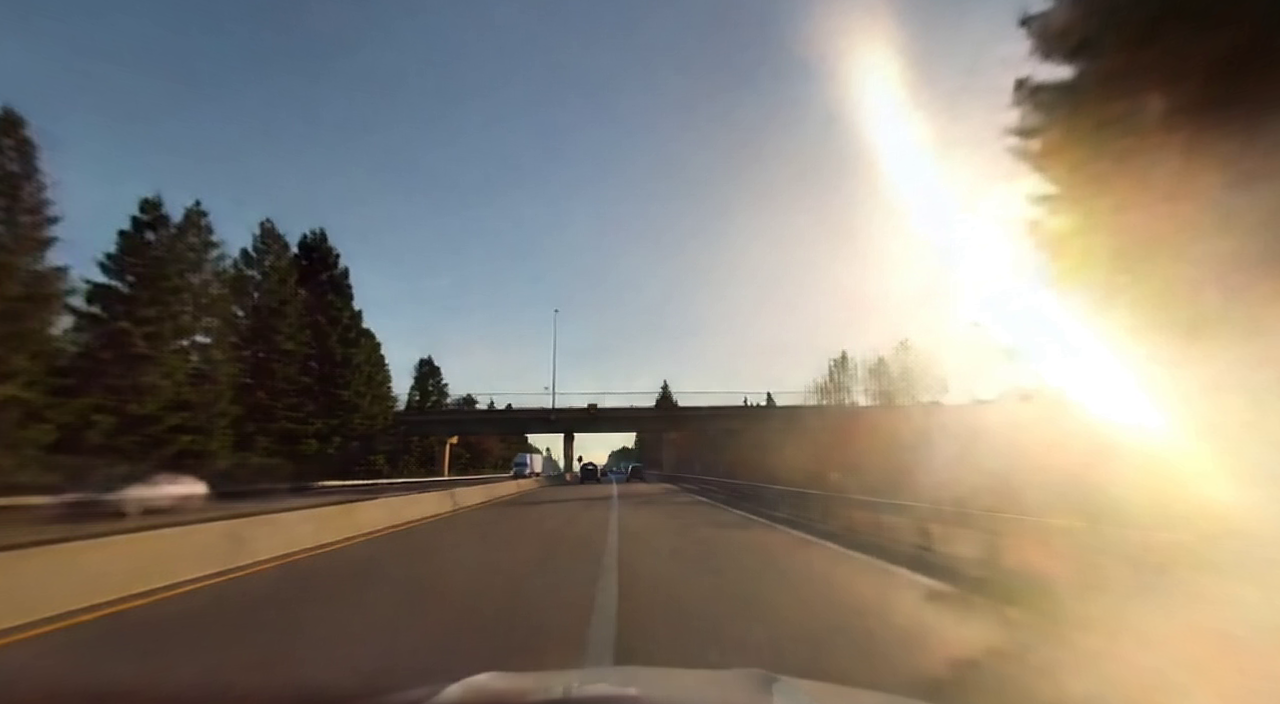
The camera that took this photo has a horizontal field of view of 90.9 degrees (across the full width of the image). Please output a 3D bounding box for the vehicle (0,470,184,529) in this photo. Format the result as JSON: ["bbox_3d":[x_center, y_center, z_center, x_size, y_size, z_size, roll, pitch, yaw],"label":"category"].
[{"bbox_3d":[-15.322,4.109,17.947,1.708,1.455,4.012,1,-11,-2],"label":"vehicle"}]
